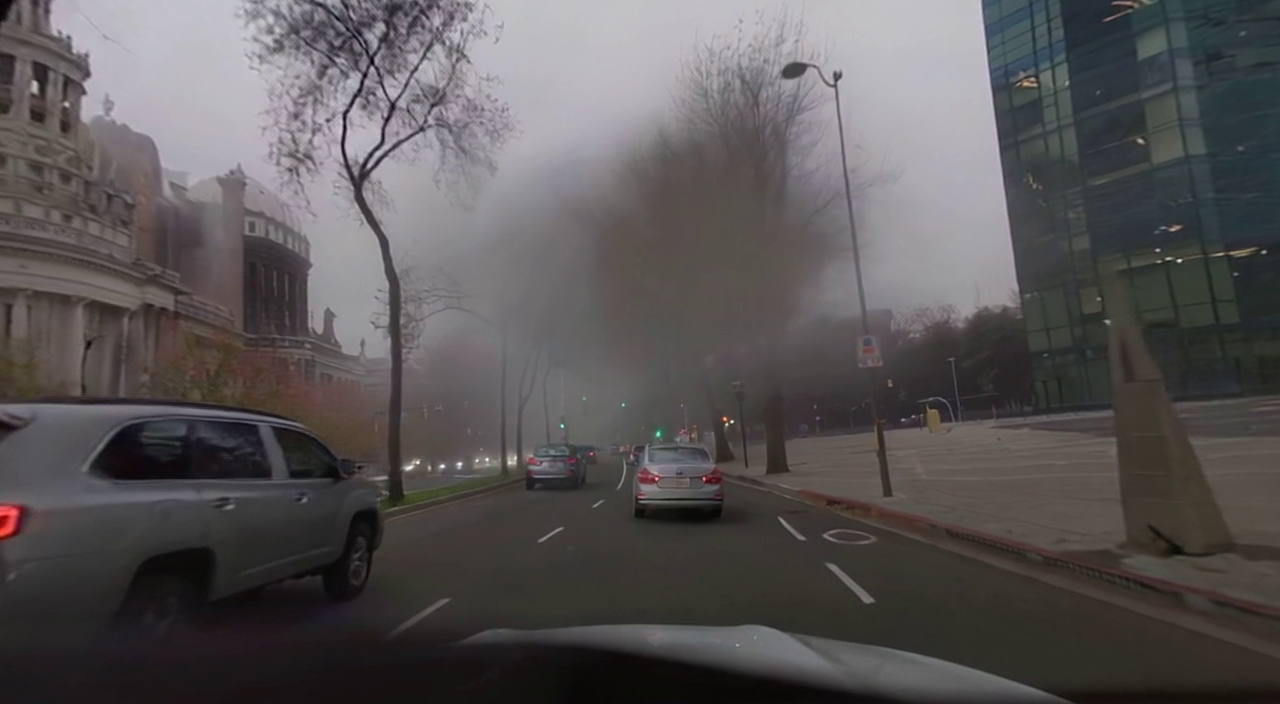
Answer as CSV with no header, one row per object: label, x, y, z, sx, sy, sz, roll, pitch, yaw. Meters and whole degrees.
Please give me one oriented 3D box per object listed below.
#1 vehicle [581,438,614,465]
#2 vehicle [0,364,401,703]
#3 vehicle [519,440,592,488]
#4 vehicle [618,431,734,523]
vehicle,-2.944,7.012,44.407,1.969,1.764,4.160,0,-9,0
vehicle,-3.258,1.136,4.163,1.848,1.641,3.686,0,-9,1
vehicle,-2.853,3.891,22.221,1.961,1.517,4.202,0,-9,0
vehicle,0.563,2.375,12.451,1.933,1.504,3.802,0,-9,-1
